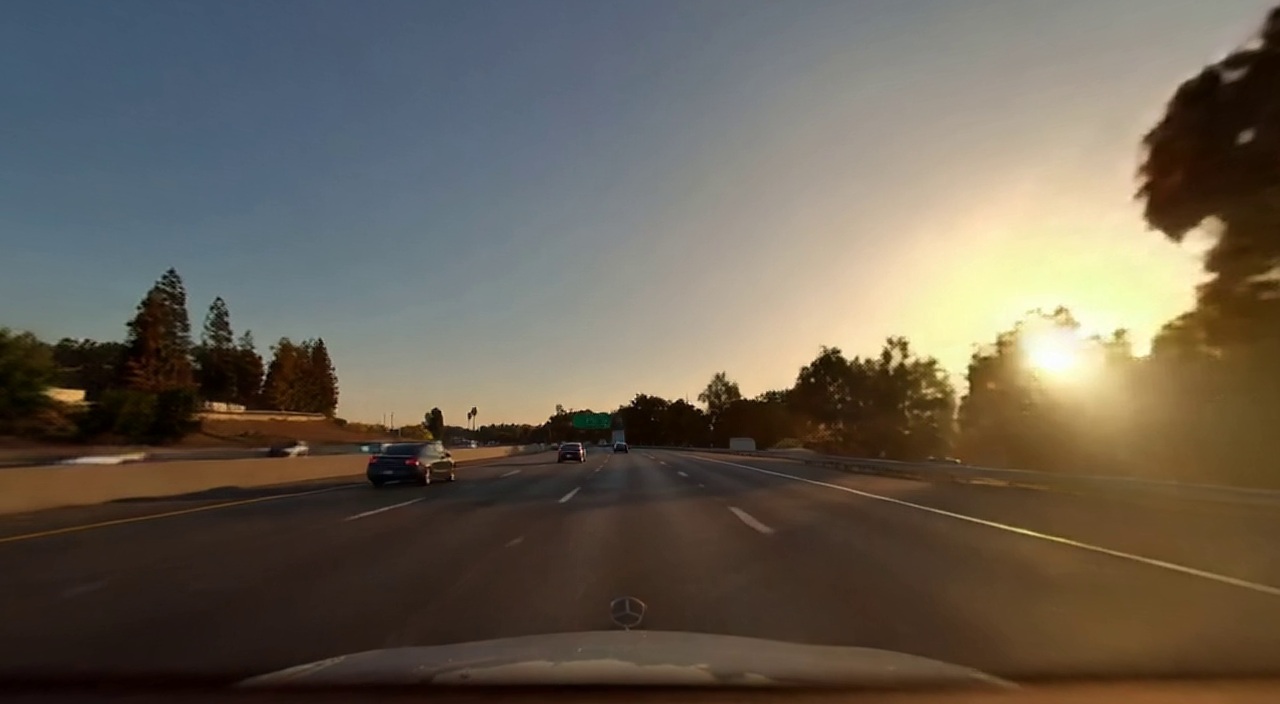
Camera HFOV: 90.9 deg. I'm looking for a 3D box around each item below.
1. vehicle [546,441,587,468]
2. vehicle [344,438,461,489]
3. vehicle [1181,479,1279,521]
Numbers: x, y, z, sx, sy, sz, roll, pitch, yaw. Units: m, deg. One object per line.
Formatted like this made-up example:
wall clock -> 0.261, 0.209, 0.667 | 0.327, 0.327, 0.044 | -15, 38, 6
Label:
vehicle -> -4.213, 5.908, 36.638 | 1.936, 1.465, 4.060 | 0, -8, -1
vehicle -> -7.591, 3.595, 20.743 | 2.038, 1.463, 4.656 | 0, -8, 0
vehicle -> 26.630, 6.505, 28.003 | 2.005, 1.478, 4.056 | -1, -9, 9
